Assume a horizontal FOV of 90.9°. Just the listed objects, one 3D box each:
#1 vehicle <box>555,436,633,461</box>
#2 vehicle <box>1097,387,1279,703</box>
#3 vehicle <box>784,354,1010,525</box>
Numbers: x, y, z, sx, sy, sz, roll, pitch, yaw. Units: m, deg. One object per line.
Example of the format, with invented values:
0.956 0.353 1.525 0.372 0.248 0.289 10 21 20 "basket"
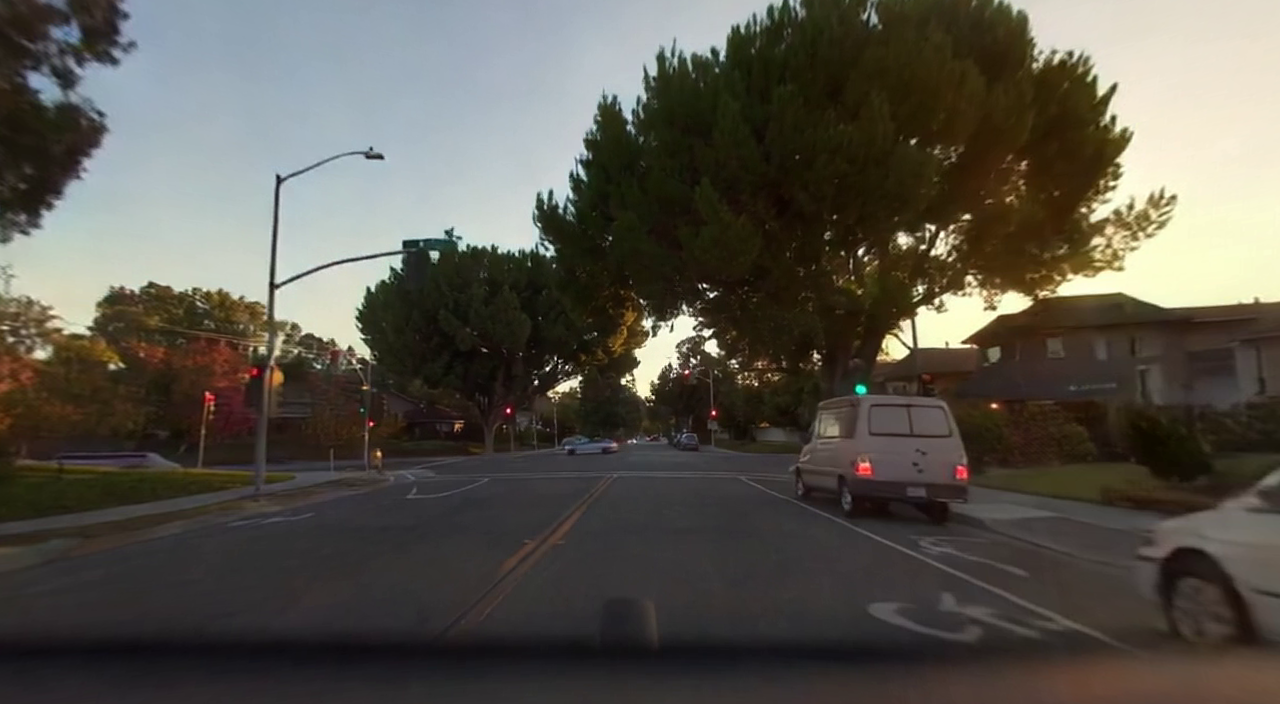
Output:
-2.817 5.976 39.044 4.606 1.452 1.917 -1 -8 3 "vehicle"
4.560 0.891 2.313 2.202 1.712 4.813 0 -8 1 "vehicle"
4.780 1.772 12.851 2.398 2.806 4.857 0 -8 -1 "vehicle"
